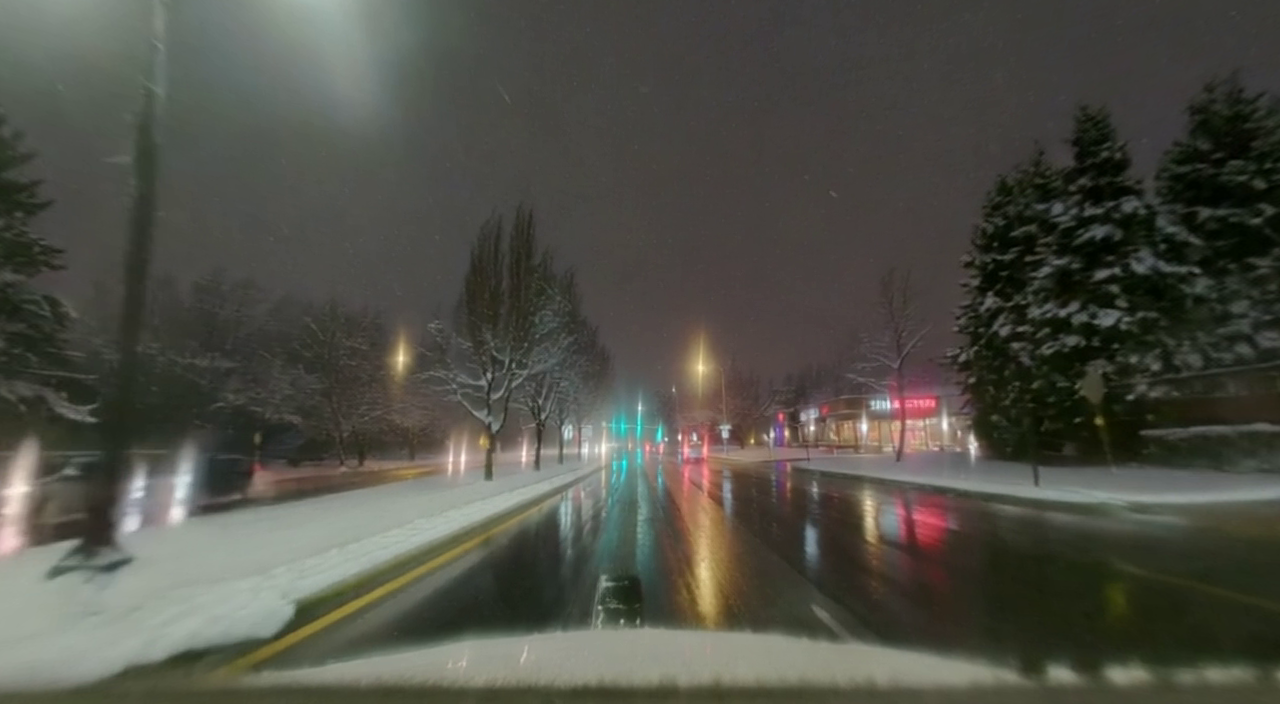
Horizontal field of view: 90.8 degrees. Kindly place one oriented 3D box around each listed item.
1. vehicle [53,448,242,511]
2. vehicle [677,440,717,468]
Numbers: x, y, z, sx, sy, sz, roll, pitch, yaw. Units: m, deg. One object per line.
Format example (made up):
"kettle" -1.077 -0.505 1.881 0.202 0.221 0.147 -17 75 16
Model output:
"vehicle" -14.092 3.631 18.545 1.962 1.574 4.612 0 -8 -2
"vehicle" 3.414 6.184 38.412 1.961 1.580 4.020 0 -8 -2
